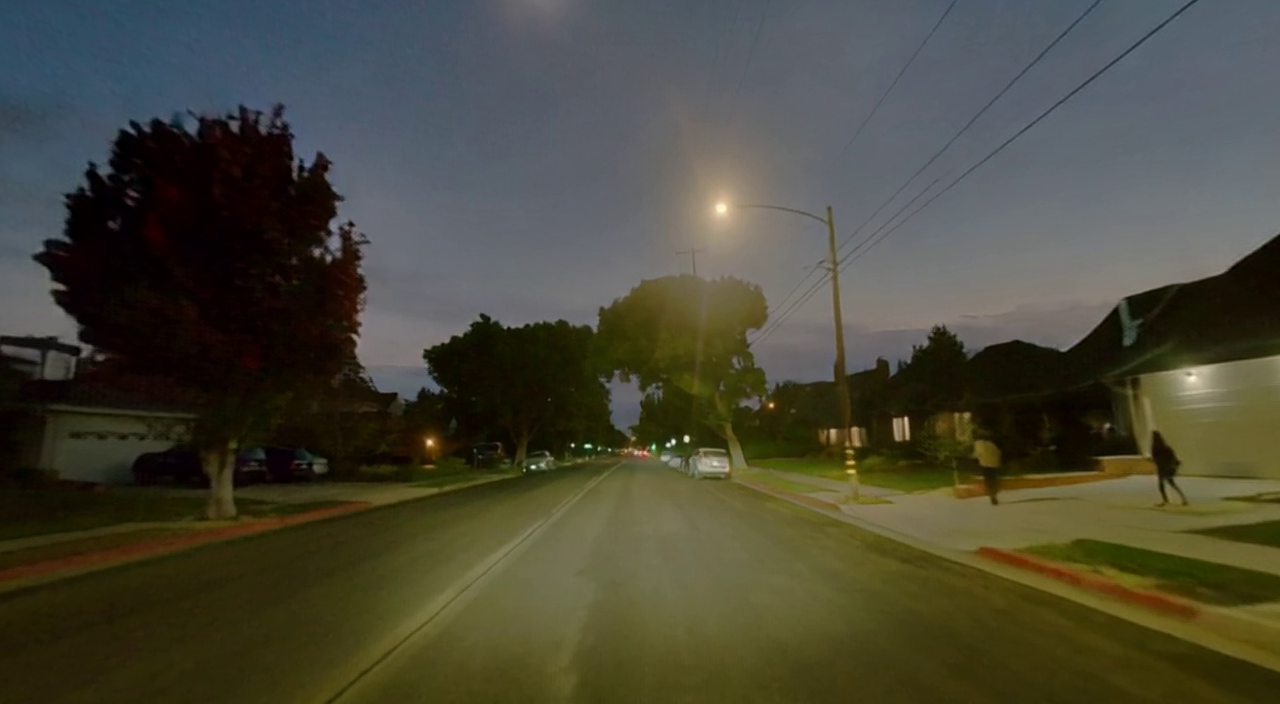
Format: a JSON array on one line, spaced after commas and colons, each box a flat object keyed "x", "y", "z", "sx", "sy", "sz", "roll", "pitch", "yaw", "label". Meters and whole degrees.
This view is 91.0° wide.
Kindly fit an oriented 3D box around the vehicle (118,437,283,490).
[{"x": -15.499, "y": 3.956, "z": 22.382, "sx": 4.320, "sy": 1.767, "sz": 1.951, "roll": 0, "pitch": -9, "yaw": 0, "label": "vehicle"}]

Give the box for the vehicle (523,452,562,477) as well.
[{"x": -6.651, "y": 7.660, "z": 43.184, "sx": 1.985, "sy": 1.497, "sz": 4.655, "roll": -2, "pitch": -9, "yaw": -1, "label": "vehicle"}]

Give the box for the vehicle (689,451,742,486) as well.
[{"x": 3.615, "y": 5.660, "z": 30.921, "sx": 1.917, "sy": 1.569, "sz": 4.460, "roll": 0, "pitch": -9, "yaw": -1, "label": "vehicle"}]
